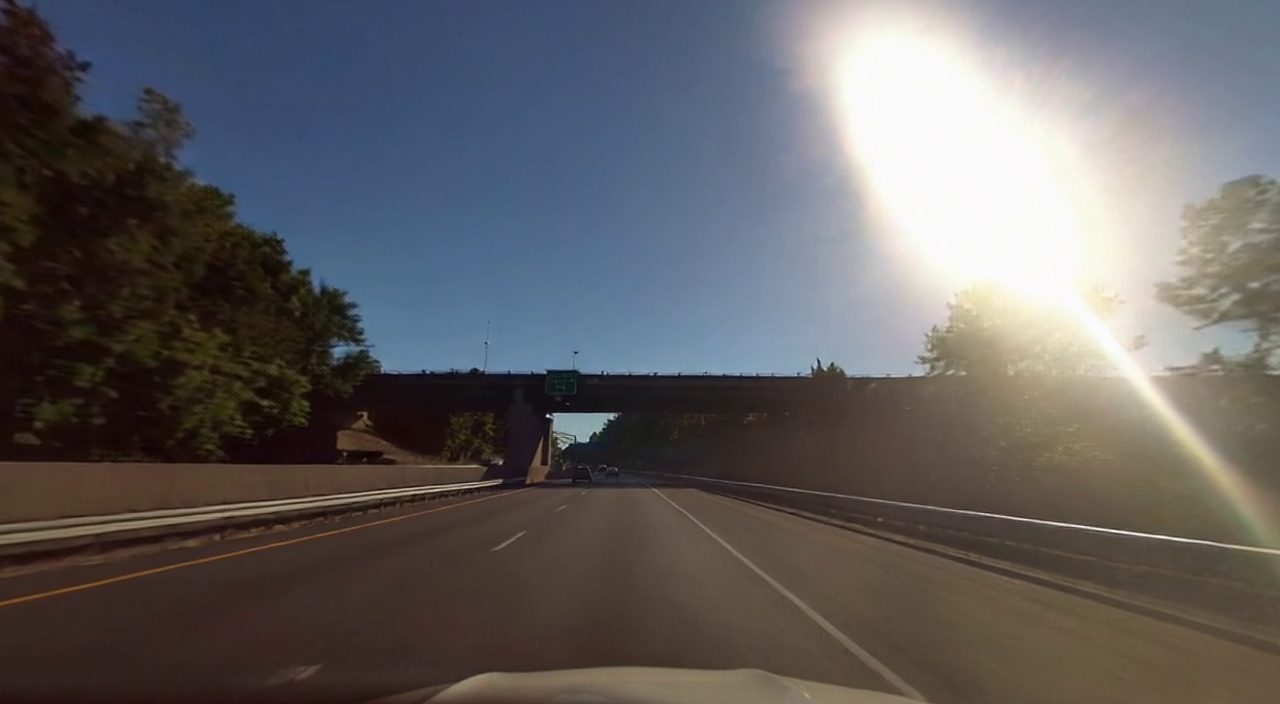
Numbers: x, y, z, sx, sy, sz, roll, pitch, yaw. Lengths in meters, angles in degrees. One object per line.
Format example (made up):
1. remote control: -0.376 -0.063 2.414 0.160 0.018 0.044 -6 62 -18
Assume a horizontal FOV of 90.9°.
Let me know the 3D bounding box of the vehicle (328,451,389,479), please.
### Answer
1. vehicle: -17.993 7.276 40.500 1.963 1.652 4.442 1 -11 -3
